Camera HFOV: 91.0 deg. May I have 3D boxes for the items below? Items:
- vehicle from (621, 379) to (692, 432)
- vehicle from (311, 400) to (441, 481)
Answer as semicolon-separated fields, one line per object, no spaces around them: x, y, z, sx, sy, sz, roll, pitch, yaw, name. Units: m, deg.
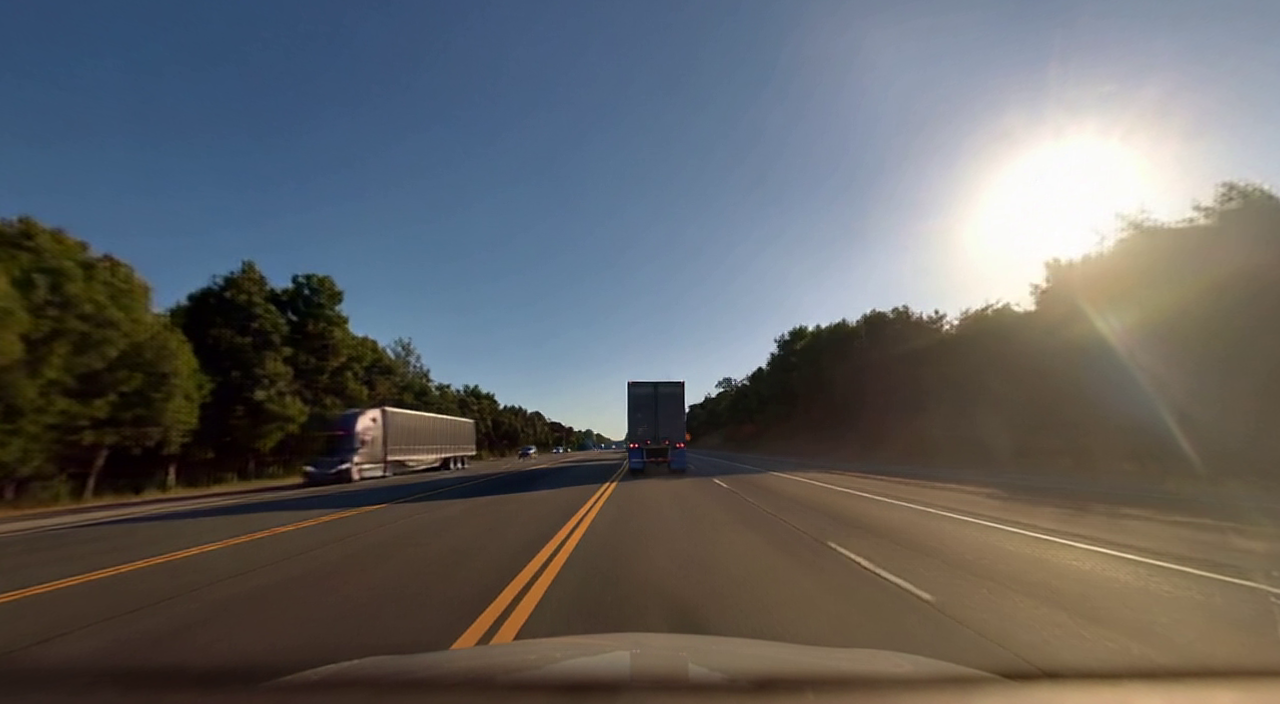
0.529;2.297;25.800;2.509;1.890;4.732;0;-8;-3;vehicle
-14.775;5.112;36.449;3.041;4.004;10.215;0;-8;0;vehicle
